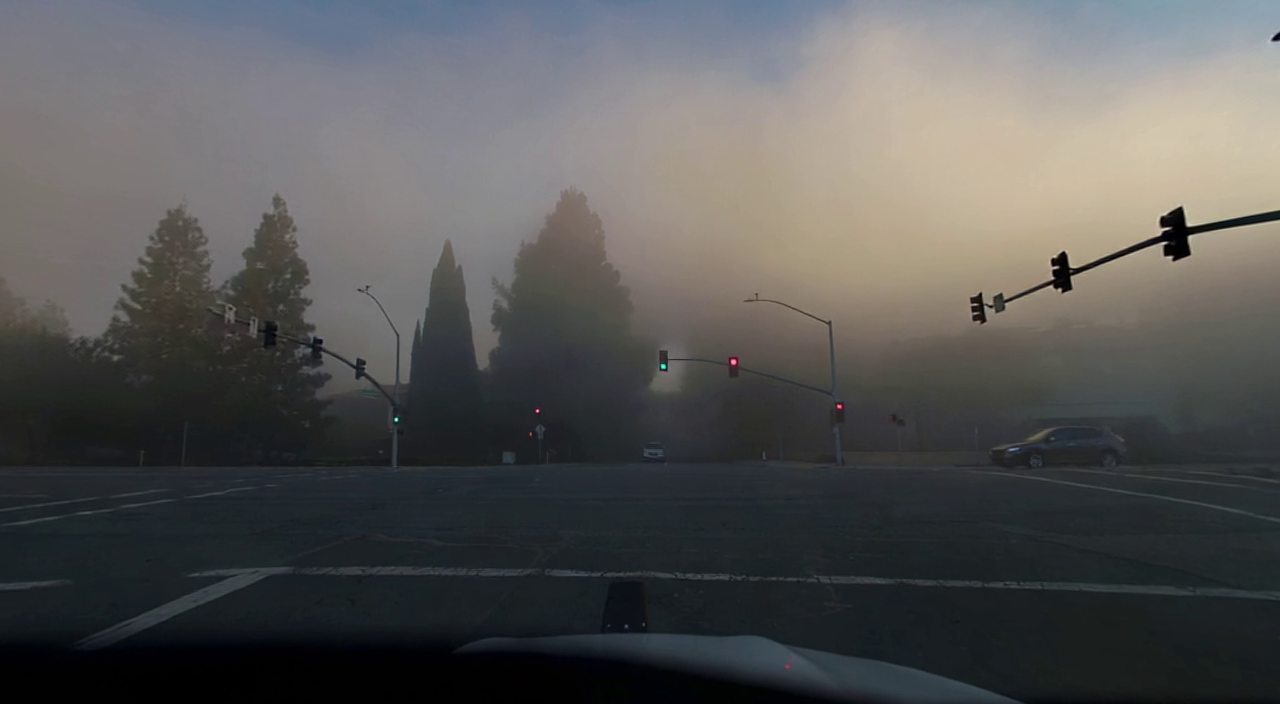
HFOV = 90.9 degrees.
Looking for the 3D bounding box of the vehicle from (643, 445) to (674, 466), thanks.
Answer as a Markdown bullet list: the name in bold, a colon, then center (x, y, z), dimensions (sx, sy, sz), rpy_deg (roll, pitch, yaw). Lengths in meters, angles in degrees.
- **vehicle**: center (1.297, 7.622, 46.451), dimensions (2.132, 1.449, 4.235), rpy_deg (0, -9, 0)
